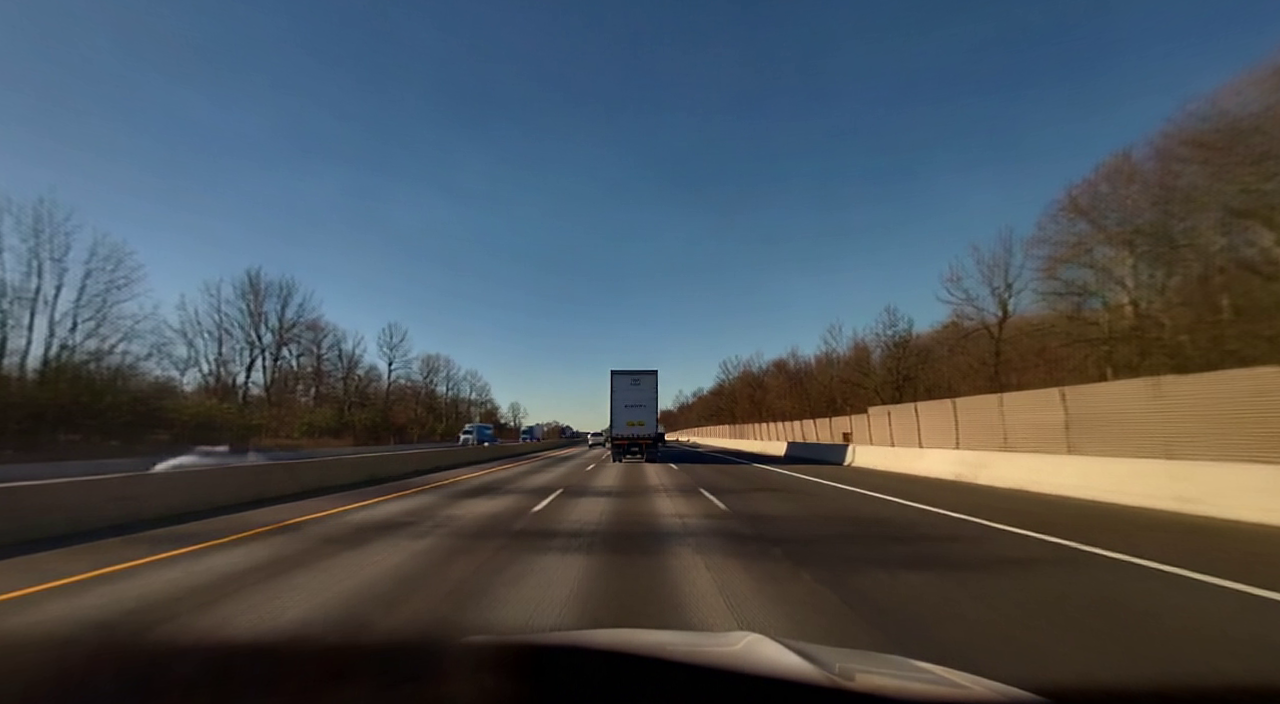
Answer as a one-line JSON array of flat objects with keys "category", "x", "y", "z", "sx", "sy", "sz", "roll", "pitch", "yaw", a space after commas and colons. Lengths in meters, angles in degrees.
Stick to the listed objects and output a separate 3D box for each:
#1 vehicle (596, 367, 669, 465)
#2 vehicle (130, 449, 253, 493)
[{"category": "vehicle", "x": -0.338, "y": 3.680, "z": 33.938, "sx": 2.965, "sy": 3.972, "sz": 16.689, "roll": 0, "pitch": -8, "yaw": 0}, {"category": "vehicle", "x": -17.737, "y": 4.695, "z": 25.156, "sx": 1.841, "sy": 1.474, "sz": 4.148, "roll": 0, "pitch": -8, "yaw": 0}]
